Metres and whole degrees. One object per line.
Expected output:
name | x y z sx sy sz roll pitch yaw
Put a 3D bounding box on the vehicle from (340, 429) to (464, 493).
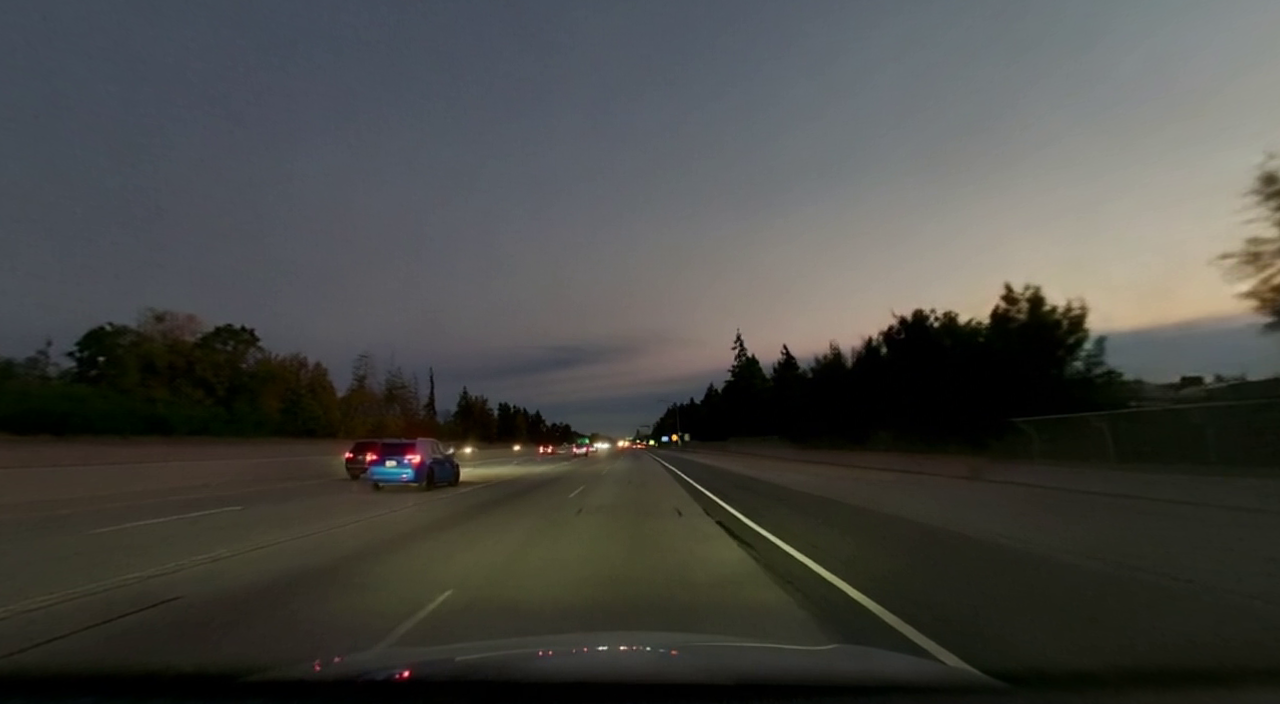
vehicle | -7.303 3.395 19.979 2.146 1.766 4.502 0 -9 0
